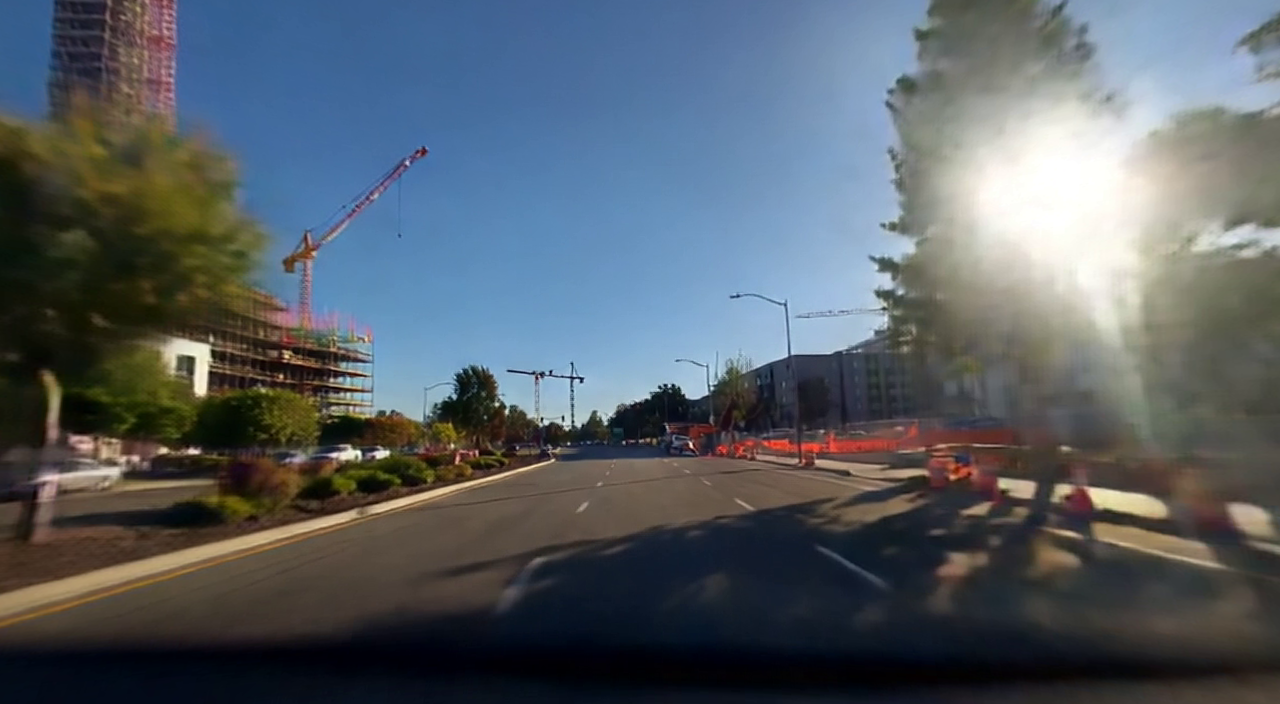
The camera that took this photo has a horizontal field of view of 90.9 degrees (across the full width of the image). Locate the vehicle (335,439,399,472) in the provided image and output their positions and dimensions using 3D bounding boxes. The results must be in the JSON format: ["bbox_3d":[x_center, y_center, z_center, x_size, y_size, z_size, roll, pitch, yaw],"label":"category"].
[{"bbox_3d":[-18.268,6.939,42.525,2.286,2.069,5.077,0,-8,-3],"label":"vehicle"}]

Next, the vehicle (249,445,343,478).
[{"bbox_3d":[-21.995,6.993,40.637,2.328,1.918,5.628,-1,-8,7],"label":"vehicle"}]

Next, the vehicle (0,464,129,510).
[{"bbox_3d":[-22.133,5.012,23.781,1.863,1.470,4.526,0,-9,0],"label":"vehicle"}]
